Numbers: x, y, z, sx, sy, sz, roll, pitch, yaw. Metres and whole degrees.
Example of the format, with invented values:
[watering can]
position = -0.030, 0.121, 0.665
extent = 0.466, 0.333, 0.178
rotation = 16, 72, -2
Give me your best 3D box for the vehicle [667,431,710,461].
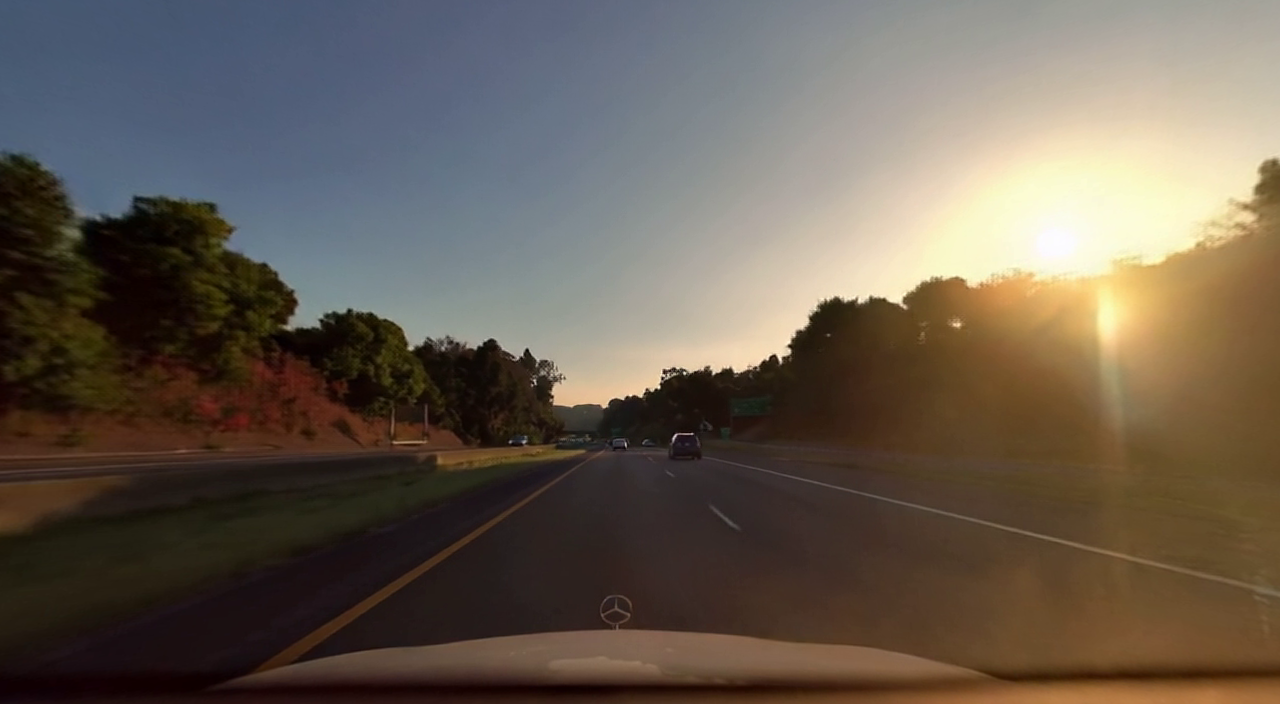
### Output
[vehicle]
position = 2.872, 5.642, 38.206
extent = 2.085, 1.681, 4.436
rotation = 0, -7, -2
